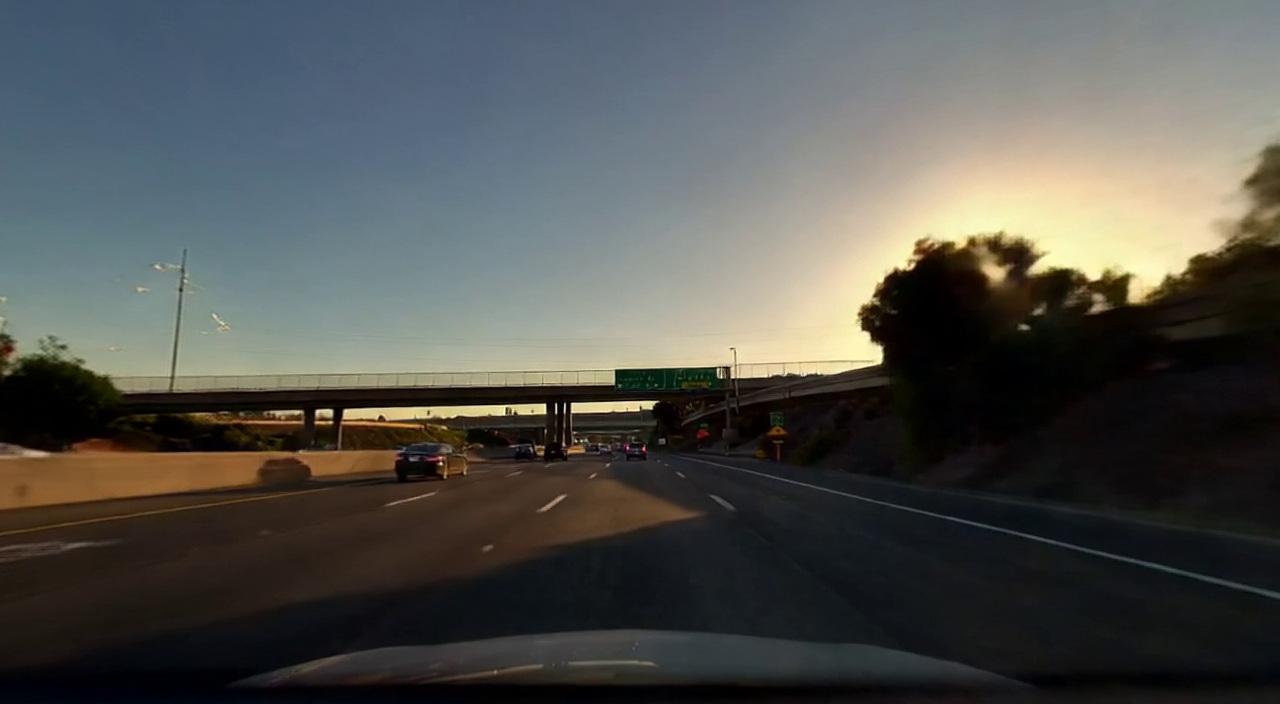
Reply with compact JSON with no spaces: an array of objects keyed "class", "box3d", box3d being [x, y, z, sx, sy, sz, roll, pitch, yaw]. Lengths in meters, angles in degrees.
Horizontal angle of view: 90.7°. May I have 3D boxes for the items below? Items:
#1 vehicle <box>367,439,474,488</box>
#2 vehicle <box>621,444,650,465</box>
[{"class":"vehicle","box3d":[-7.364,3.786,21.801,1.994,1.487,4.605,0,-8,0]},{"class":"vehicle","box3d":[-0.351,7.524,46.755,2.086,1.472,4.168,0,-8,-1]}]
